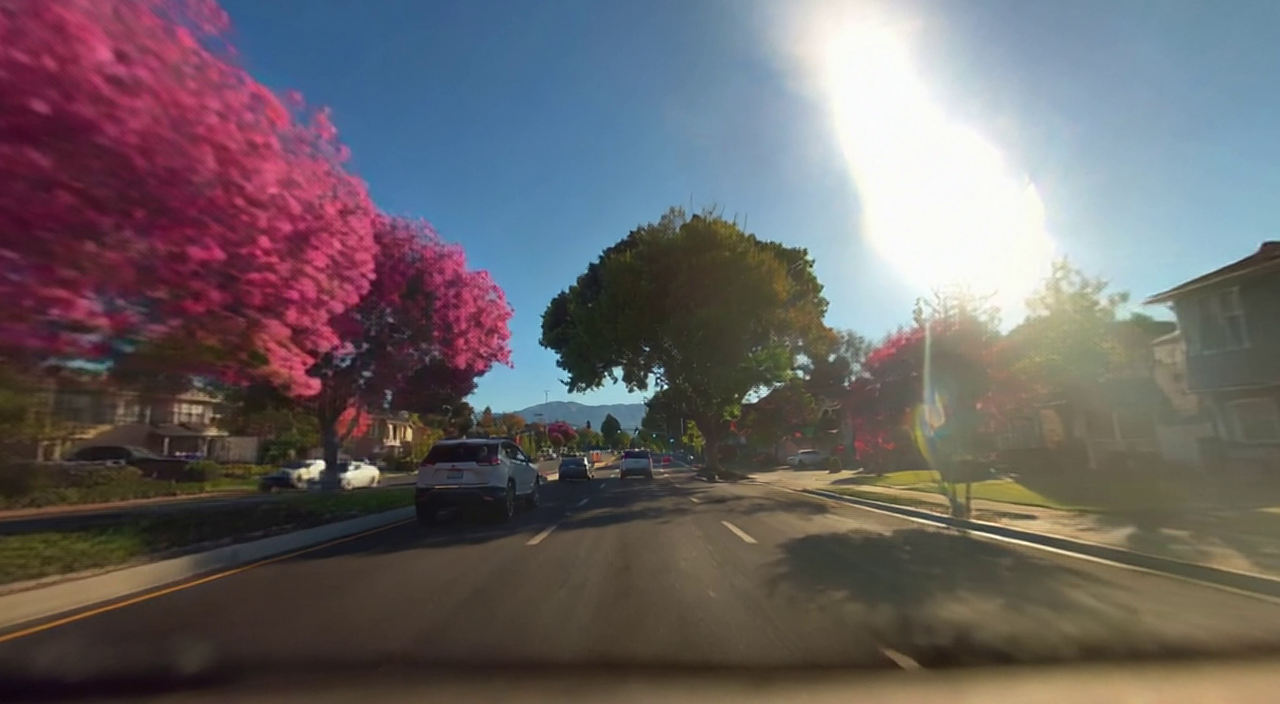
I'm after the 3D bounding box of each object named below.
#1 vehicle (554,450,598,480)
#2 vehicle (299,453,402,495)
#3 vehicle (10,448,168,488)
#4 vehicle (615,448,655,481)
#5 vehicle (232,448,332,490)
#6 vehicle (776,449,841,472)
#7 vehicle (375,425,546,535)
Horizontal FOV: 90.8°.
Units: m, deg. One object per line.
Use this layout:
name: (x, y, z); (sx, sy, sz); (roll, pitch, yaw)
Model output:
vehicle: (-3.633, 6.509, 36.705); (2.066, 1.565, 3.905); (0, -8, 1)
vehicle: (-11.596, 4.906, 25.722); (1.979, 1.483, 4.671); (-1, -10, 0)
vehicle: (-28.881, 6.053, 33.390); (5.692, 1.926, 2.274); (3, -9, -18)
vehicle: (-0.234, 5.960, 33.706); (1.997, 1.636, 3.760); (0, -8, 0)
vehicle: (-18.892, 6.178, 33.728); (2.190, 1.996, 5.402); (0, -8, 0)
vehicle: (12.693, 8.182, 47.725); (4.482, 1.678, 1.890); (-1, -8, 7)
vehicle: (-3.551, 2.630, 13.684); (2.161, 1.919, 4.798); (0, -8, 2)
